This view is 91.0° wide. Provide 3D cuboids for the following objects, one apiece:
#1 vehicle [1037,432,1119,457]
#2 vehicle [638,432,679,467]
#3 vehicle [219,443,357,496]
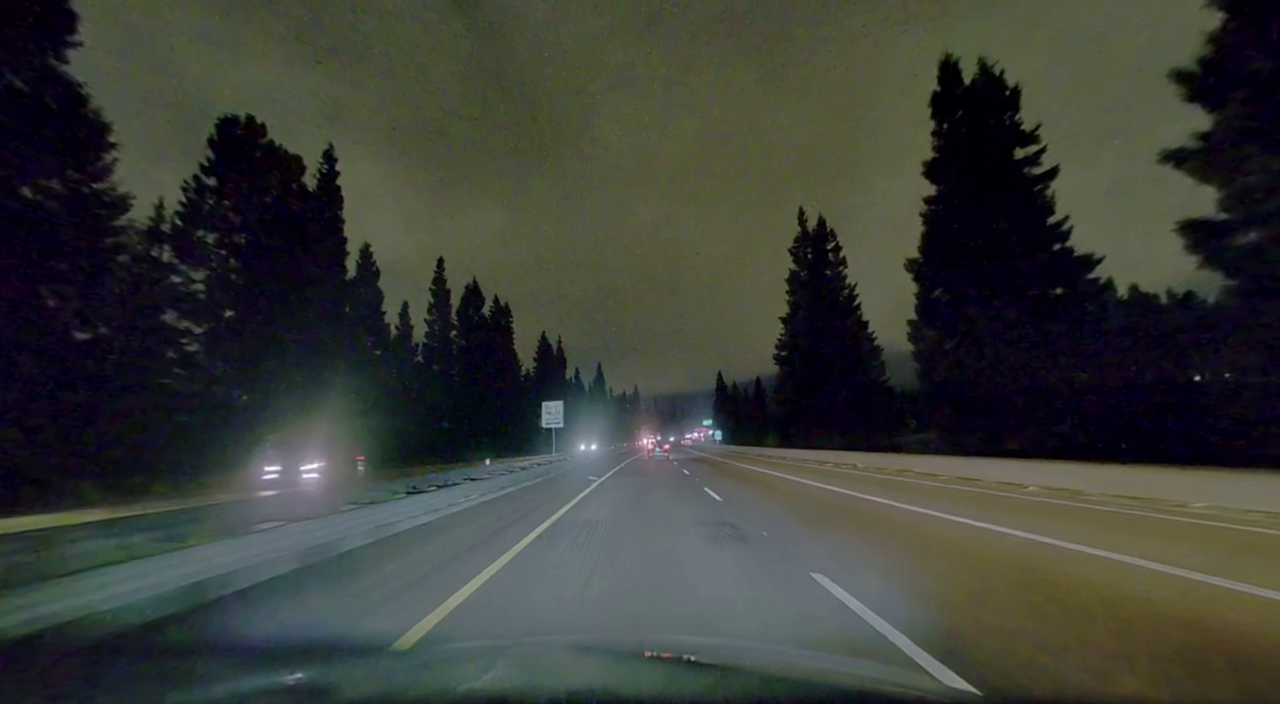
[{"bbox_3d":[25.871,5.494,37.243,3.489,1.399,1.702,-2,-8,14],"label":"vehicle"},{"bbox_3d":[1.134,5.903,38.204,2.301,1.944,4.554,0,-8,2],"label":"vehicle"},{"bbox_3d":[-11.373,3.783,20.772,1.866,1.511,4.599,0,-8,1],"label":"vehicle"}]
